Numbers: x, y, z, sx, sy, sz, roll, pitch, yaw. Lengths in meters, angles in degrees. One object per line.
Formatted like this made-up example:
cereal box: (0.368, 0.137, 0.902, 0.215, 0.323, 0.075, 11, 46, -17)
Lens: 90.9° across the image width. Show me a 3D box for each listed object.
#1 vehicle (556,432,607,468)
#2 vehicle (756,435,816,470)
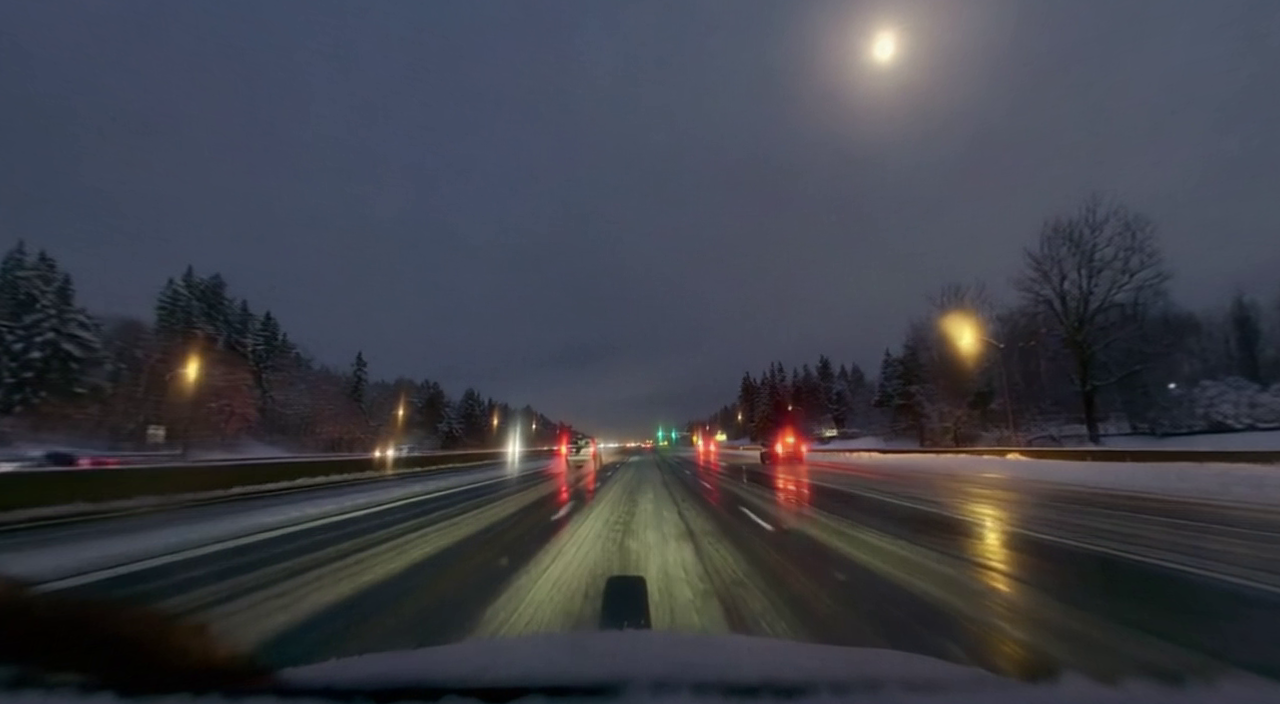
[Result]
vehicle: (-3.307, 5.698, 36.835, 2.453, 1.952, 5.320, 0, -8, 1)
vehicle: (7.547, 5.247, 33.090, 2.063, 1.706, 4.259, 0, -8, -1)
